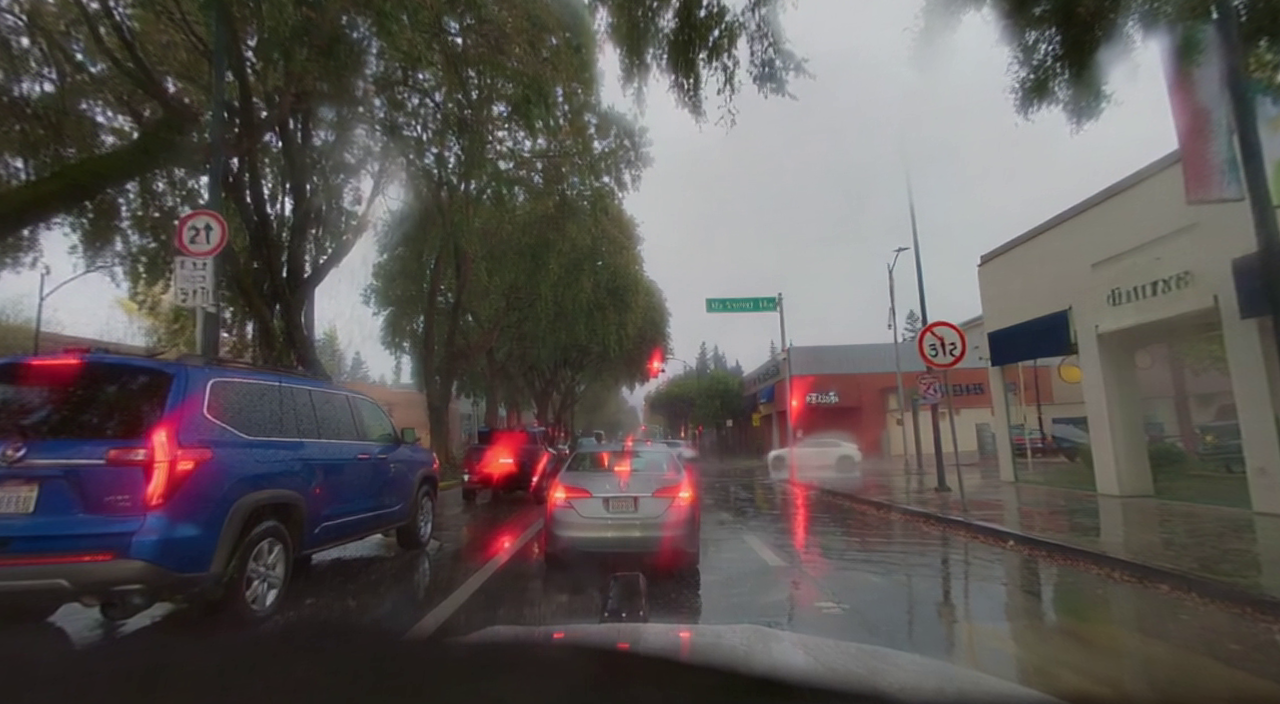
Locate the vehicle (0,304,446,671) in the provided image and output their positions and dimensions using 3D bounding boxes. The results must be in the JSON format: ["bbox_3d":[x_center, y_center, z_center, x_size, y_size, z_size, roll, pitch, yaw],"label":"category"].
[{"bbox_3d":[-3.811,1.129,6.213,2.152,2.118,5.066,0,-8,0],"label":"vehicle"}]

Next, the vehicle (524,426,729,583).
[{"bbox_3d":[-0.160,1.777,8.174,1.966,1.481,4.146,0,-8,-1],"label":"vehicle"}]

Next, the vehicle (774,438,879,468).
[{"bbox_3d":[9.574,5.228,32.496,4.809,1.476,1.845,0,-8,-2],"label":"vehicle"}]

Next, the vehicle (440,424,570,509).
[{"bbox_3d":[-2.923,2.595,14.608,2.047,1.664,4.148,0,-8,1],"label":"vehicle"}]
